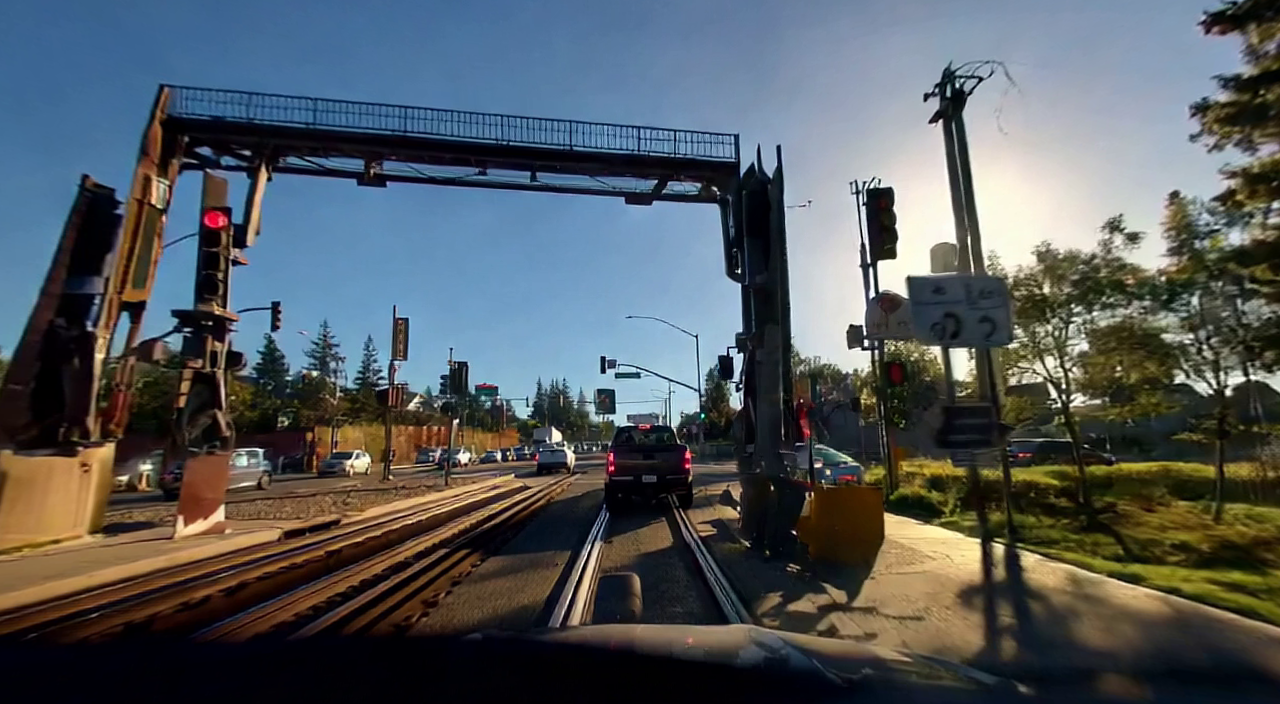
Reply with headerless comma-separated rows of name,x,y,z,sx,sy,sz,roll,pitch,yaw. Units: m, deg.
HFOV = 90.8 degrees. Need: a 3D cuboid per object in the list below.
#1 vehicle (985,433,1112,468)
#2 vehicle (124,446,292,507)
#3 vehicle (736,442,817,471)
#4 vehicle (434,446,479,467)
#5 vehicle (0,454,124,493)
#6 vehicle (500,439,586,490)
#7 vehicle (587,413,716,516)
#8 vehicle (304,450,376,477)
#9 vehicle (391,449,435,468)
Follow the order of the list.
vehicle,23.748,5.742,36.837,5.980,1.933,2.401,1,-9,-8
vehicle,-12.853,3.696,19.276,1.945,1.590,4.651,0,-9,-2
vehicle,7.722,5.850,35.598,4.412,1.494,2.136,7,-11,-39
vehicle,-13.497,7.708,46.787,2.027,1.482,4.711,0,-9,-1
vehicle,-32.823,6.748,35.252,6.105,1.989,2.432,-1,-8,5
vehicle,-3.079,3.698,21.084,2.004,1.482,4.799,0,-9,1
vehicle,0.286,2.511,14.546,2.404,1.926,5.251,0,-9,2
vehicle,-17.261,6.394,36.575,1.964,1.465,4.638,0,-9,-1
vehicle,-17.498,8.222,48.877,1.880,1.377,4.201,0,-9,-1
